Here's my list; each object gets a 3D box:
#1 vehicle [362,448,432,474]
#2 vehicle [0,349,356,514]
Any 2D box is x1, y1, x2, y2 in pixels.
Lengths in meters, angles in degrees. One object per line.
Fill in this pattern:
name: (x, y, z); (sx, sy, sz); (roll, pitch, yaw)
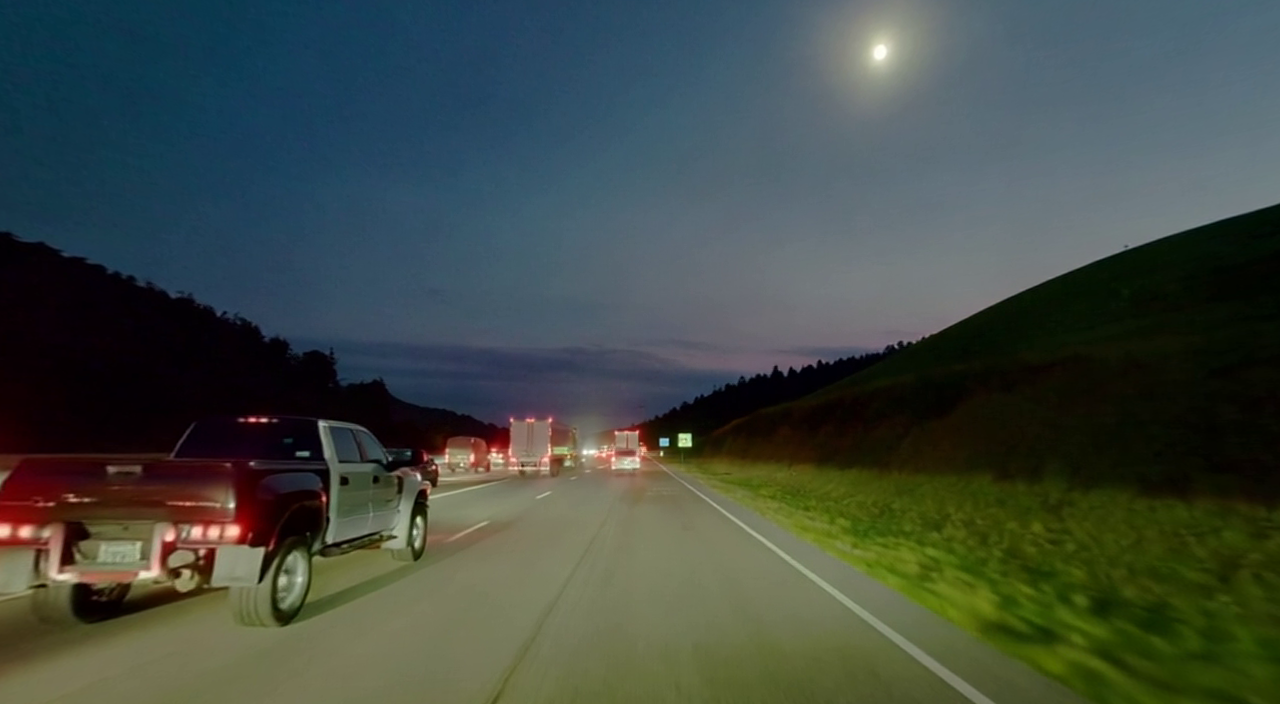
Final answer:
vehicle: (-14.916, 6.720, 38.968); (1.925, 1.493, 4.864); (-1, -9, 6)
vehicle: (-13.348, 2.631, 19.698); (2.745, 3.617, 11.590); (-1, -9, 4)
